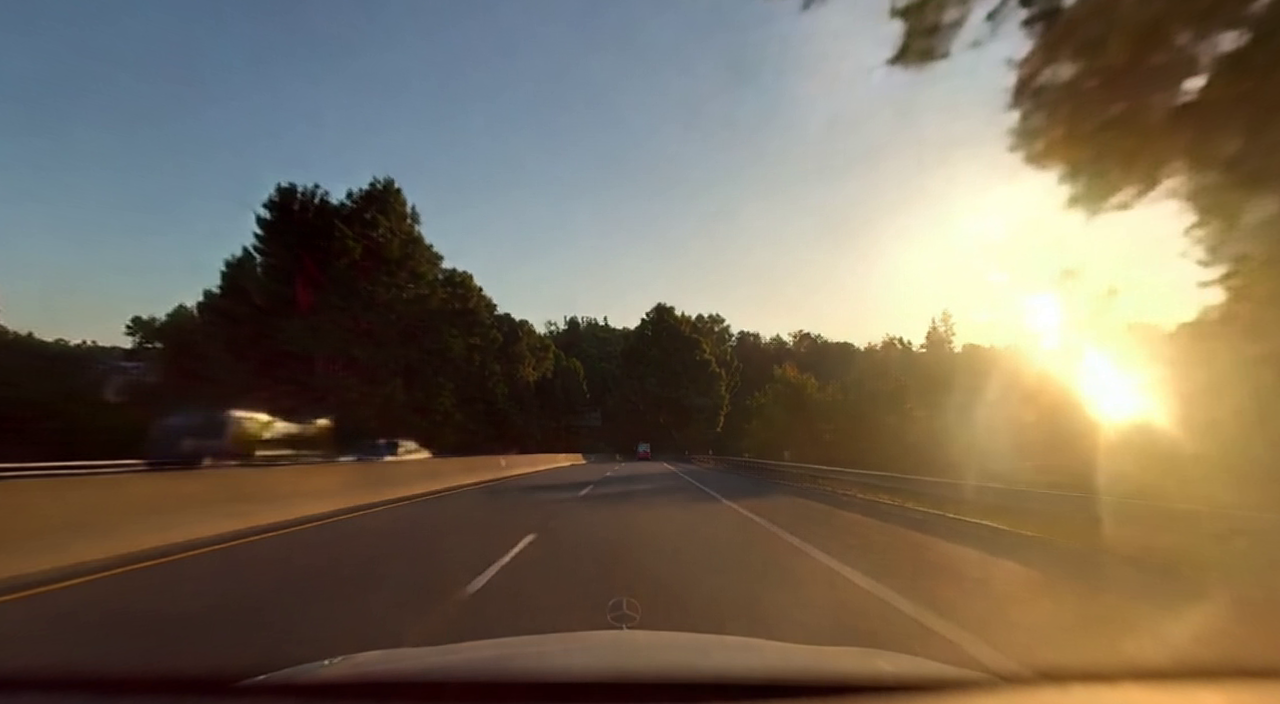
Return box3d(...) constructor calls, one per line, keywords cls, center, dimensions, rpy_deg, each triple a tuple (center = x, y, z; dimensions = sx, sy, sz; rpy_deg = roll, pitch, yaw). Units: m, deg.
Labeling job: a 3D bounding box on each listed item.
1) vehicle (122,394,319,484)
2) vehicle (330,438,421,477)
box3d(cls="vehicle", center=(-16.575, 3.611, 25.832), dimensions=(2.836, 3.157, 7.473), rpy_deg=(0, -9, 0))
box3d(cls="vehicle", center=(-12.260, 4.907, 29.555), dimensions=(2.189, 1.684, 4.523), rpy_deg=(0, -9, 1))
